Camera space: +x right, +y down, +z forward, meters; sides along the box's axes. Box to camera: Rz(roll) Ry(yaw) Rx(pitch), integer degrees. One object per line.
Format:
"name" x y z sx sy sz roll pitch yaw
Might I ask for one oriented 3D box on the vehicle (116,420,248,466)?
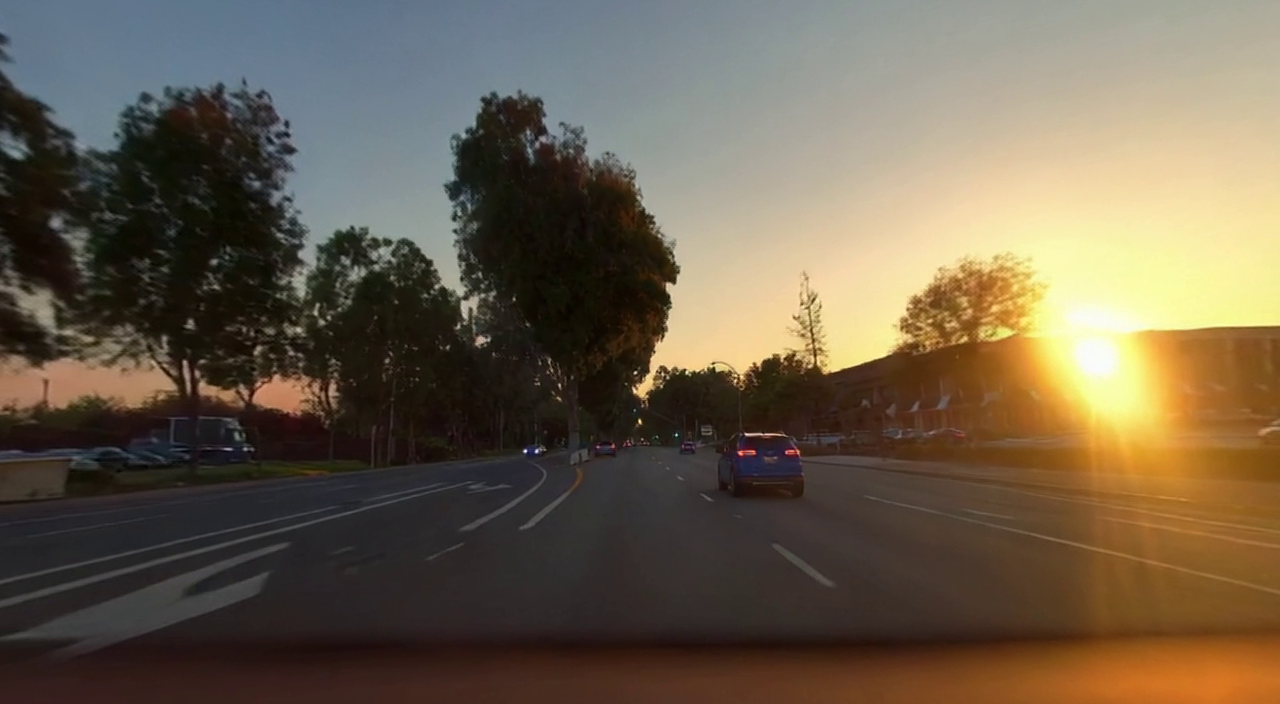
"vehicle" -33.793 6.785 46.842 7.388 3.256 2.750 0 -9 -2

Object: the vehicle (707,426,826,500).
"vehicle" 3.126 2.860 16.641 2.060 1.665 4.284 0 -8 -2

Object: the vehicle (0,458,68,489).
"vehicle" -30.547 5.848 30.468 3.925 1.375 1.961 0 -8 0

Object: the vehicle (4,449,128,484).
"vehicle" -30.101 5.973 33.241 4.399 1.729 2.076 0 -8 0

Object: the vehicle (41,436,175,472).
"vehicle" -30.257 5.839 36.076 5.496 1.884 2.189 1 -9 -1
